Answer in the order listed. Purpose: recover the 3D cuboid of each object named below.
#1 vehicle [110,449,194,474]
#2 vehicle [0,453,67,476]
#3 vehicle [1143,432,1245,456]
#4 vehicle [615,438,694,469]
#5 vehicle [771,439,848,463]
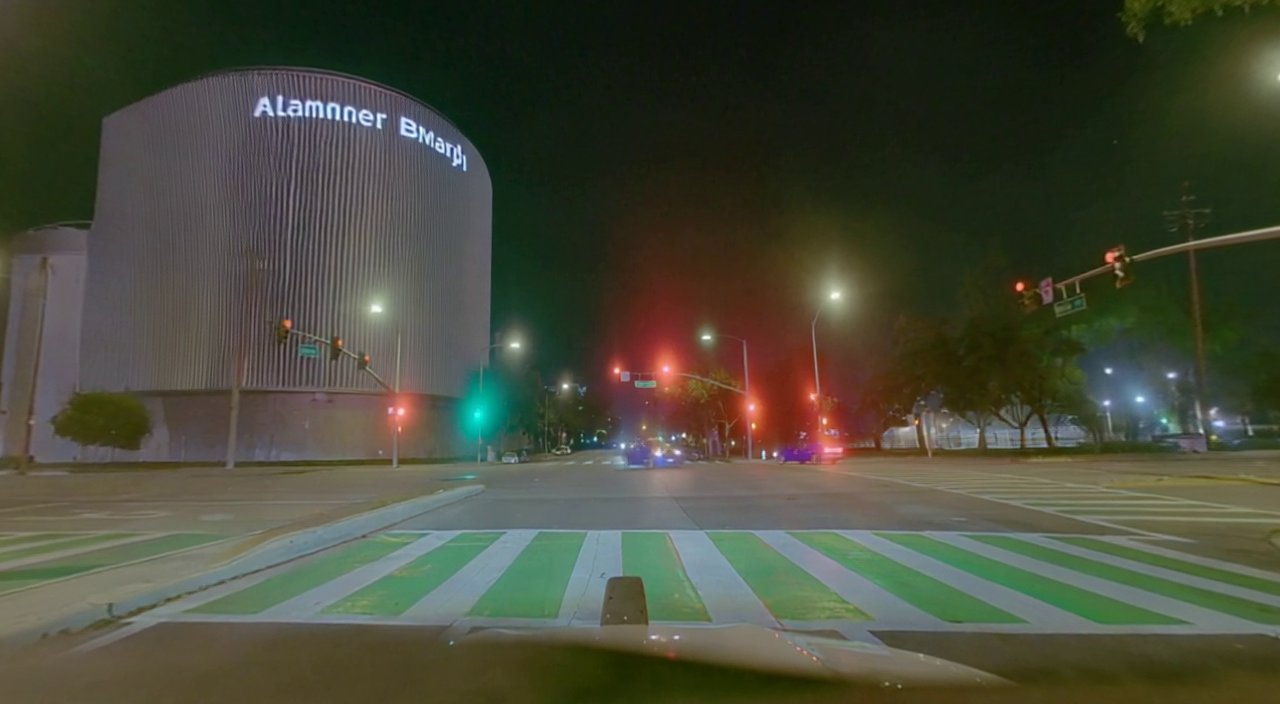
[{"bbox_3d":[-33.071,7.401,42.755,4.136,1.661,1.857,0,-8,1],"label":"vehicle"},{"bbox_3d":[-41.659,7.631,42.769,3.698,1.467,1.779,0,-8,1],"label":"vehicle"},{"bbox_3d":[36.151,6.014,41.205,4.767,1.456,1.858,-1,-8,3],"label":"vehicle"},{"bbox_3d":[0.619,5.164,32.324,2.280,1.454,4.836,3,-9,-22],"label":"vehicle"},{"bbox_3d":[10.632,6.240,39.791,4.529,1.457,1.981,-2,-9,10],"label":"vehicle"}]
